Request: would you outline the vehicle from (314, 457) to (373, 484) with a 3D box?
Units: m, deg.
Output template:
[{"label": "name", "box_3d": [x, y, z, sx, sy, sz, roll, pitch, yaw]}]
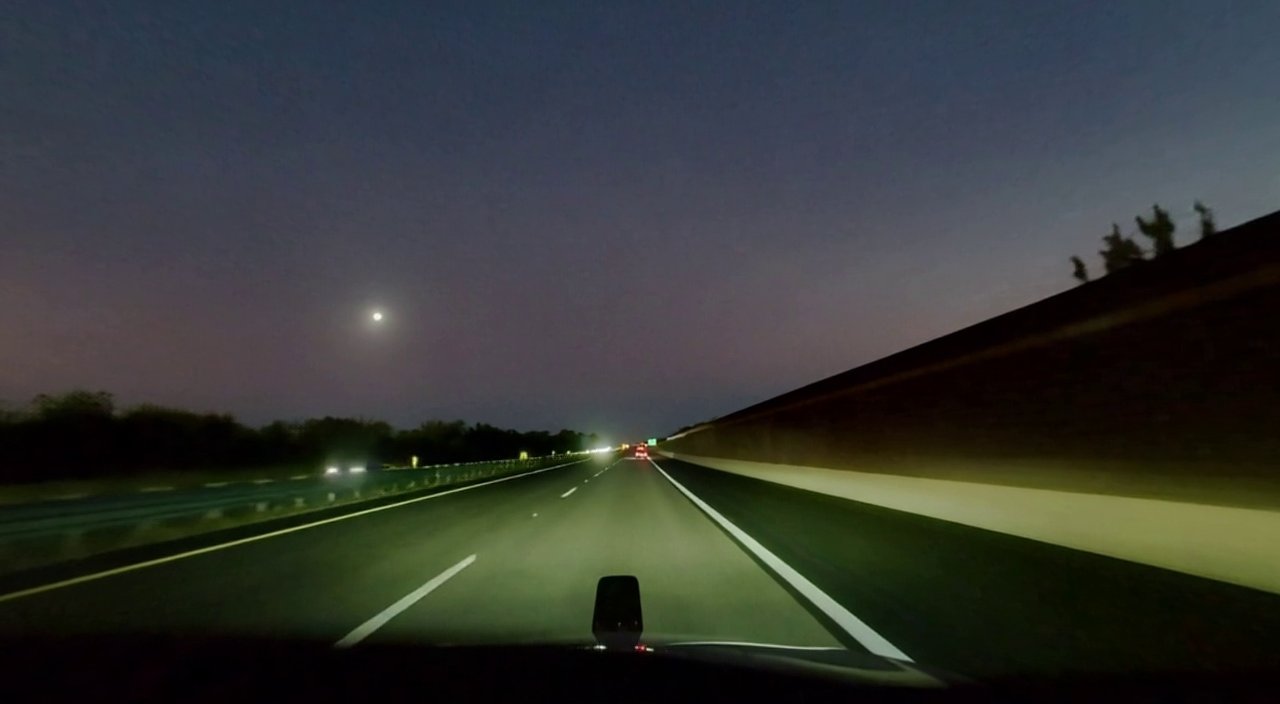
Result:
[{"label": "vehicle", "box_3d": [-17.544, 7.013, 37.398, 1.713, 1.429, 3.688, 0, -9, 0]}]
